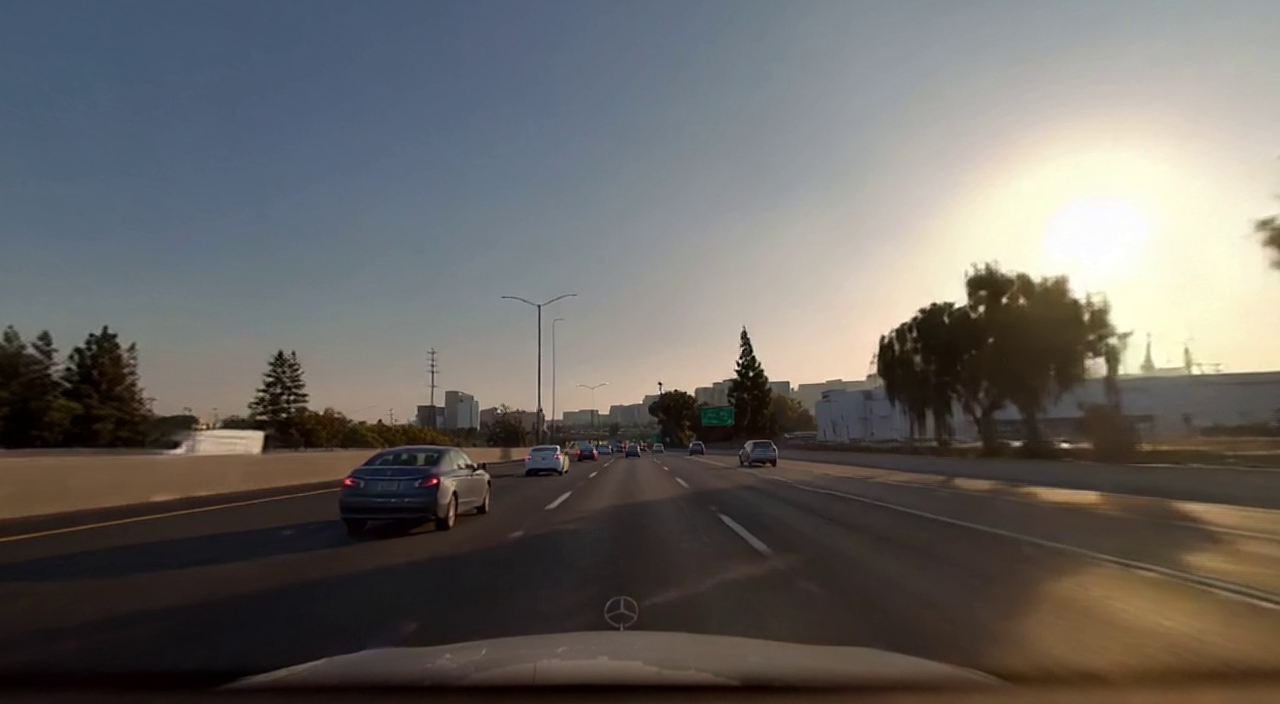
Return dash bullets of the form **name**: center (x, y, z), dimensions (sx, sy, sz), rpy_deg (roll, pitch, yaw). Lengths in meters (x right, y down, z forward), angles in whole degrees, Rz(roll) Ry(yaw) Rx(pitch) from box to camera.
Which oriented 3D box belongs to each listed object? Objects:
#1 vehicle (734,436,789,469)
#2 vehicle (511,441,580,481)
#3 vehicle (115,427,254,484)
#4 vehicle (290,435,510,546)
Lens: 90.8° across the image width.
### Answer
- **vehicle**: center (6.840, 5.720, 36.129), dimensions (2.147, 1.769, 4.666), rpy_deg (0, -9, -1)
- **vehicle**: center (-3.758, 4.457, 26.037), dimensions (2.047, 1.469, 4.614), rpy_deg (0, -9, 1)
- **vehicle**: center (-28.449, 6.515, 40.094), dimensions (2.781, 3.248, 7.960), rpy_deg (0, -9, 0)
- **vehicle**: center (-3.594, 2.151, 10.476), dimensions (1.959, 1.433, 4.291), rpy_deg (0, -9, 0)
